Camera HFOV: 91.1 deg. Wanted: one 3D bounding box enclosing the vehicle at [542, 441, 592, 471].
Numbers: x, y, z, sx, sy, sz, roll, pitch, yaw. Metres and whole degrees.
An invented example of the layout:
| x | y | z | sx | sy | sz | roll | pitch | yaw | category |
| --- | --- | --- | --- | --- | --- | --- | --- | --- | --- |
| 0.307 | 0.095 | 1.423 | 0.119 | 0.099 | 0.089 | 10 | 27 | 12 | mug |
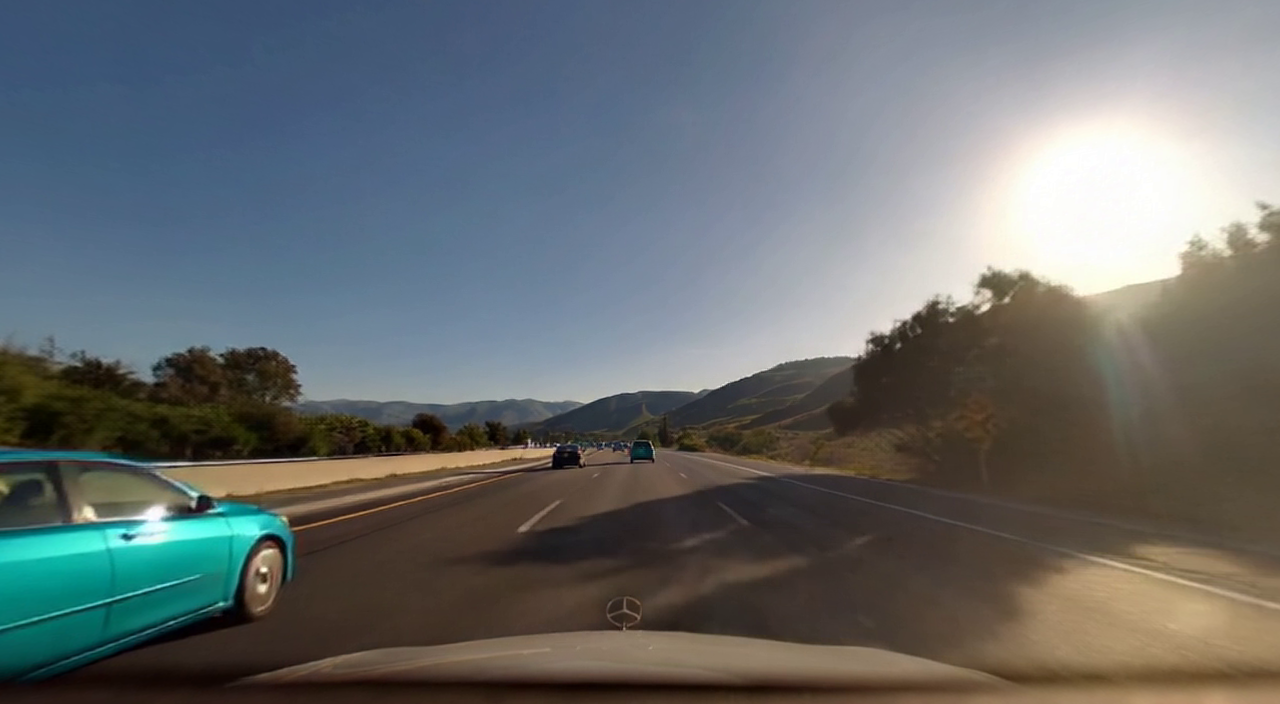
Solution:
| x | y | z | sx | sy | sz | roll | pitch | yaw | category |
| --- | --- | --- | --- | --- | --- | --- | --- | --- | --- |
| -3.790 | 5.473 | 33.372 | 2.082 | 1.485 | 4.237 | 0 | -8 | 1 | vehicle |

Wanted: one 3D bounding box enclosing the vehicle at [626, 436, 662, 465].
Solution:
| x | y | z | sx | sy | sz | roll | pitch | yaw | category |
| --- | --- | --- | --- | --- | --- | --- | --- | --- | --- |
| 0.250 | 6.568 | 42.041 | 2.272 | 1.836 | 4.866 | 0 | -8 | 0 | vehicle |
